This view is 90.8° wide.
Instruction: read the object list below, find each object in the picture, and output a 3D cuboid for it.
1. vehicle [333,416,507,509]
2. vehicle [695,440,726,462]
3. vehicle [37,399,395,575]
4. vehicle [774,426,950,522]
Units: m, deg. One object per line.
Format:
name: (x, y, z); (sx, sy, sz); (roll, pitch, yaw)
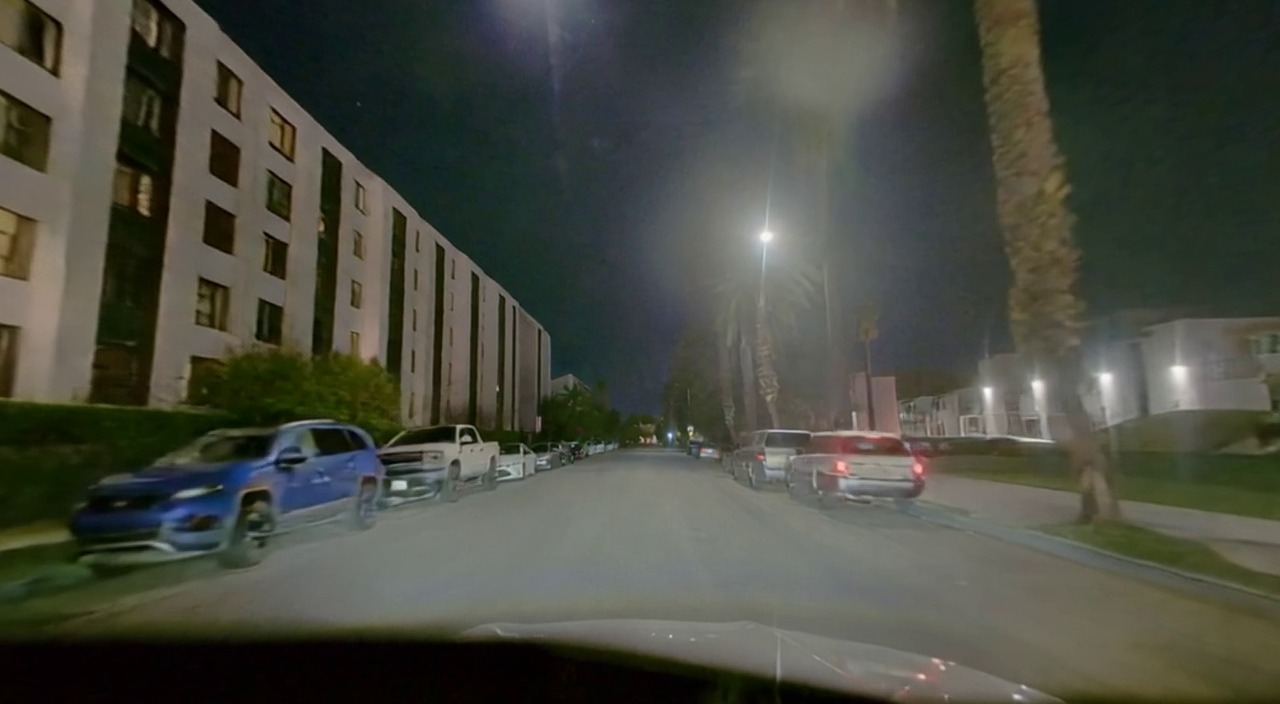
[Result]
vehicle: (-5.385, 2.835, 16.734); (2.227, 1.967, 6.220); (0, -8, 2)
vehicle: (5.226, 7.408, 47.367); (1.991, 1.525, 5.203); (0, -8, 4)
vehicle: (-5.502, 1.776, 9.215); (2.087, 1.896, 4.554); (0, -8, -1)
vehicle: (4.614, 2.607, 14.121); (2.220, 1.738, 4.800); (0, -8, 1)
